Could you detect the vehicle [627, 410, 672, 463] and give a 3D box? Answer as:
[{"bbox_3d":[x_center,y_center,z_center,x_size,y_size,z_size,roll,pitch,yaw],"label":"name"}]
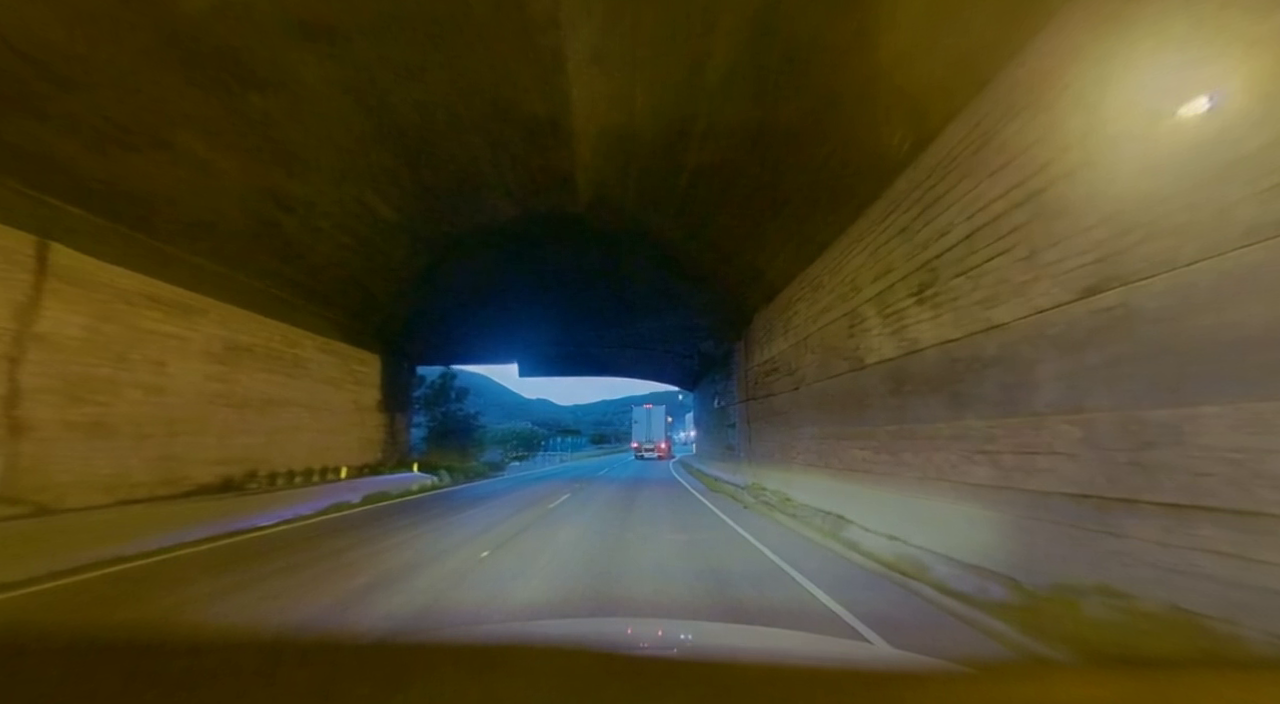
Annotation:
[{"bbox_3d":[0.900,6.432,47.234,2.915,3.468,11.233,-1,-9,3],"label":"vehicle"}]
